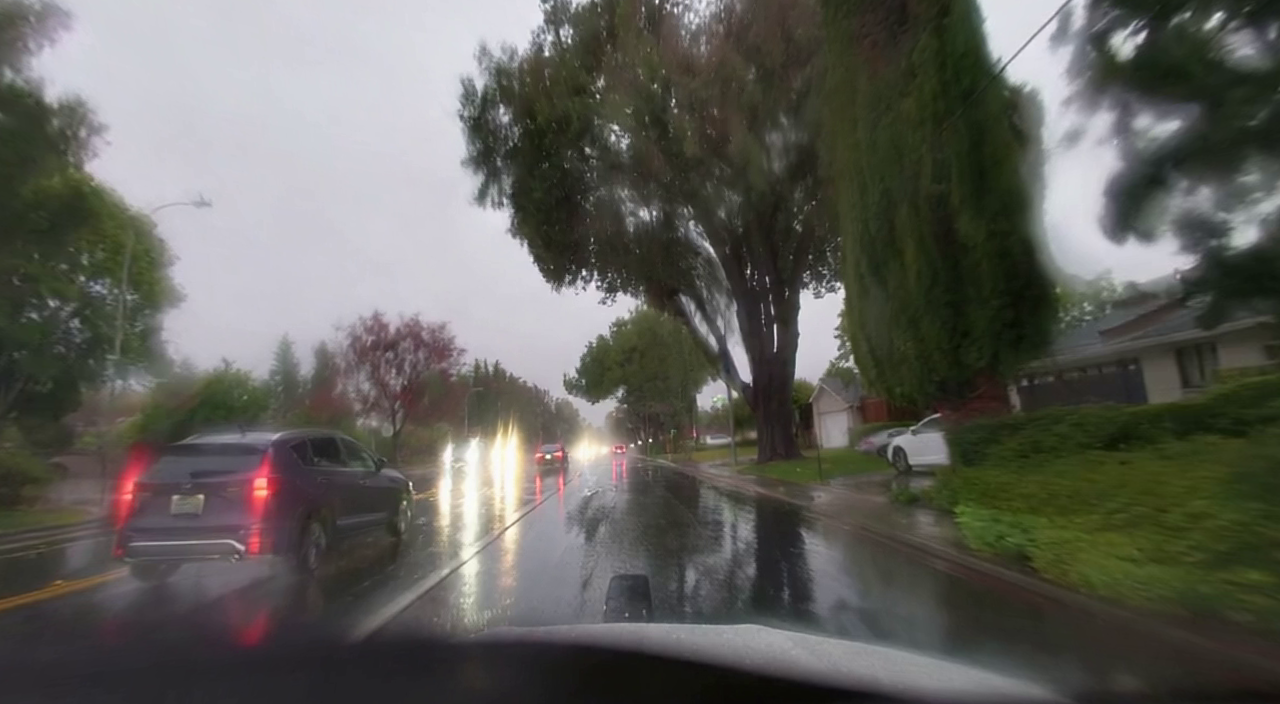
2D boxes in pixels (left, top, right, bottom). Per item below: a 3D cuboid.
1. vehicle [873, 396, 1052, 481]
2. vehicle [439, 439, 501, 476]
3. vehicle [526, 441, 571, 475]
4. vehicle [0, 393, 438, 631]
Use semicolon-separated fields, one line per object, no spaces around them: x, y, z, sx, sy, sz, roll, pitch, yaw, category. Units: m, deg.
8.348;2.350;16.983;1.934;1.741;4.793;-6;-8;-4;vehicle
-8.419;5.254;31.624;2.036;1.710;4.323;0;-8;-2;vehicle
-4.462;5.179;31.038;1.802;1.528;3.490;0;-8;-2;vehicle
-4.082;1.521;6.989;2.190;1.766;4.394;0;-8;0;vehicle
